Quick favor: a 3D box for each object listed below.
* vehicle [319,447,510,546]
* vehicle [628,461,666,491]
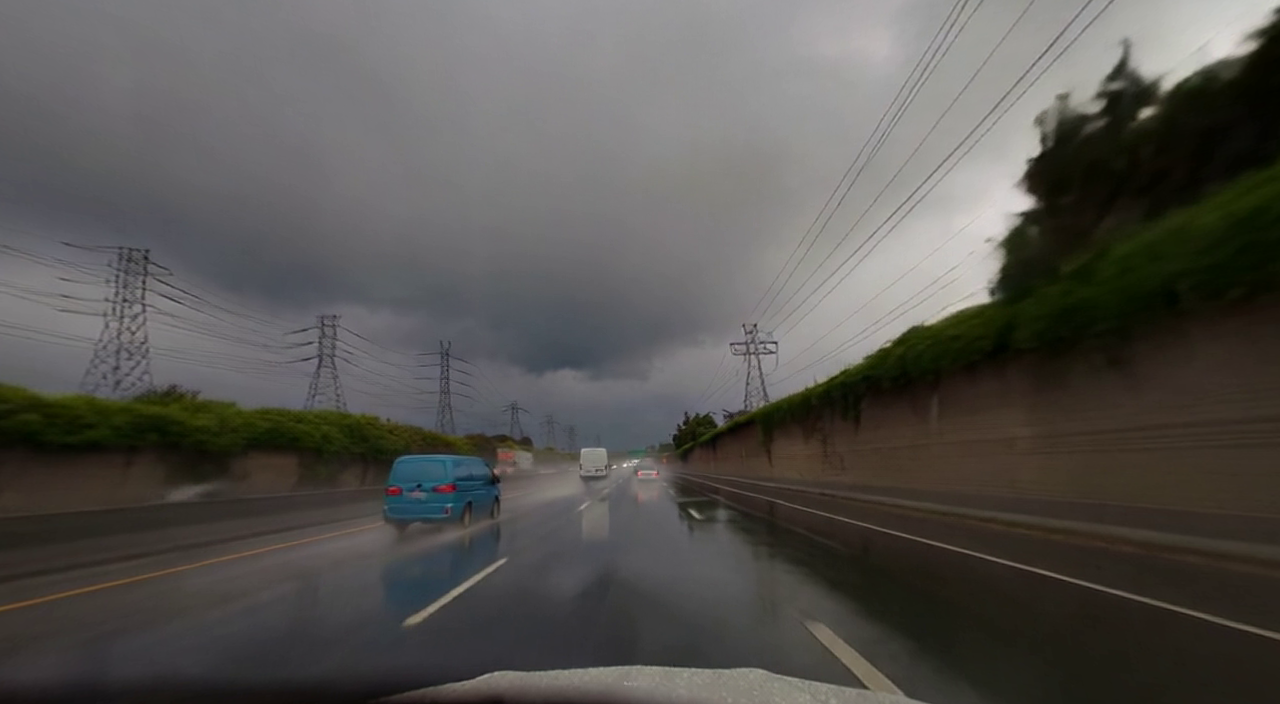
[{"bbox_3d":[-4.084,2.732,12.410,2.023,1.541,4.543,0,-10,1],"label":"vehicle"},{"bbox_3d":[0.348,7.031,35.883,2.006,1.554,3.863,1,-10,-1],"label":"vehicle"}]
